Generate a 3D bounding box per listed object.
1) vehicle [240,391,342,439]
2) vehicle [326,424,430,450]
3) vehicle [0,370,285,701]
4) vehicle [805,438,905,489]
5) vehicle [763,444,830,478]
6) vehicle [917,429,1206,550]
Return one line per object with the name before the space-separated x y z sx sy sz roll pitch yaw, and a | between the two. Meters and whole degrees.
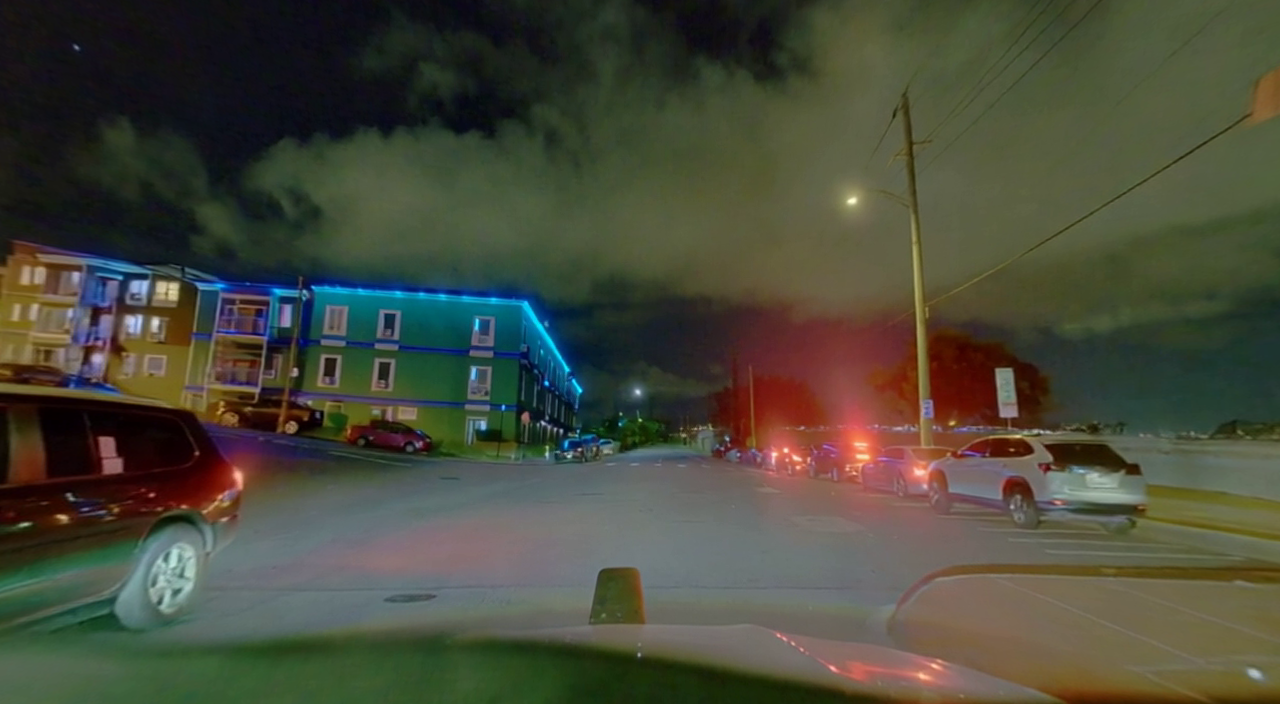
vehicle | -18.678 3.374 33.804 4.598 1.645 2.019 9 -5 20
vehicle | -13.595 4.451 33.043 4.603 1.335 1.889 1 -9 -8
vehicle | -4.545 1.034 3.772 2.285 1.712 5.200 1 -8 -6
vehicle | 7.902 4.119 23.766 1.917 1.704 4.840 0 -8 -2
vehicle | 7.932 5.555 32.534 2.122 1.554 4.777 0 -8 -1
vehicle | 7.500 2.459 12.150 2.181 1.792 5.066 0 -8 2
